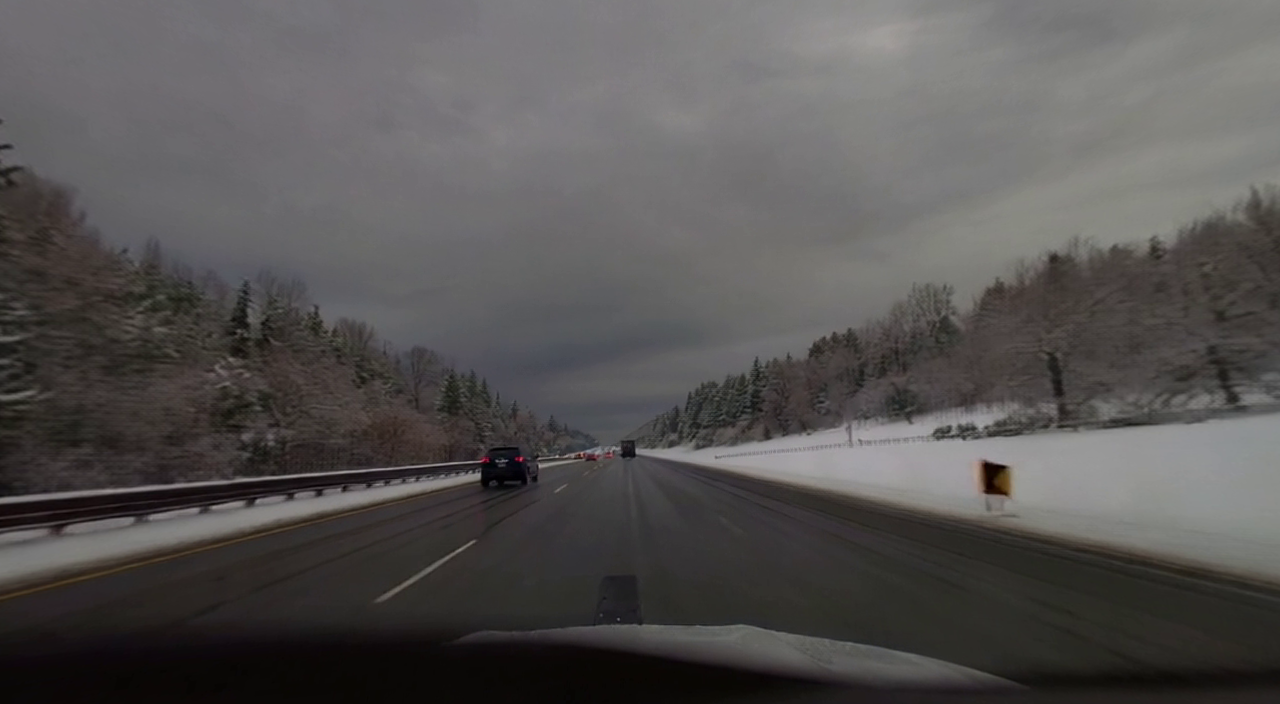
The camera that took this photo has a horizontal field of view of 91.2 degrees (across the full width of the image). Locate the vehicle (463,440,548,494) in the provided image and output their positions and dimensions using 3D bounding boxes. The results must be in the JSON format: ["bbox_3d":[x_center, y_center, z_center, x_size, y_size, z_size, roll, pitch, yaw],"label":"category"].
[{"bbox_3d":[-4.623,4.013,22.230,2.151,1.693,4.201,0,-9,-1],"label":"vehicle"}]
